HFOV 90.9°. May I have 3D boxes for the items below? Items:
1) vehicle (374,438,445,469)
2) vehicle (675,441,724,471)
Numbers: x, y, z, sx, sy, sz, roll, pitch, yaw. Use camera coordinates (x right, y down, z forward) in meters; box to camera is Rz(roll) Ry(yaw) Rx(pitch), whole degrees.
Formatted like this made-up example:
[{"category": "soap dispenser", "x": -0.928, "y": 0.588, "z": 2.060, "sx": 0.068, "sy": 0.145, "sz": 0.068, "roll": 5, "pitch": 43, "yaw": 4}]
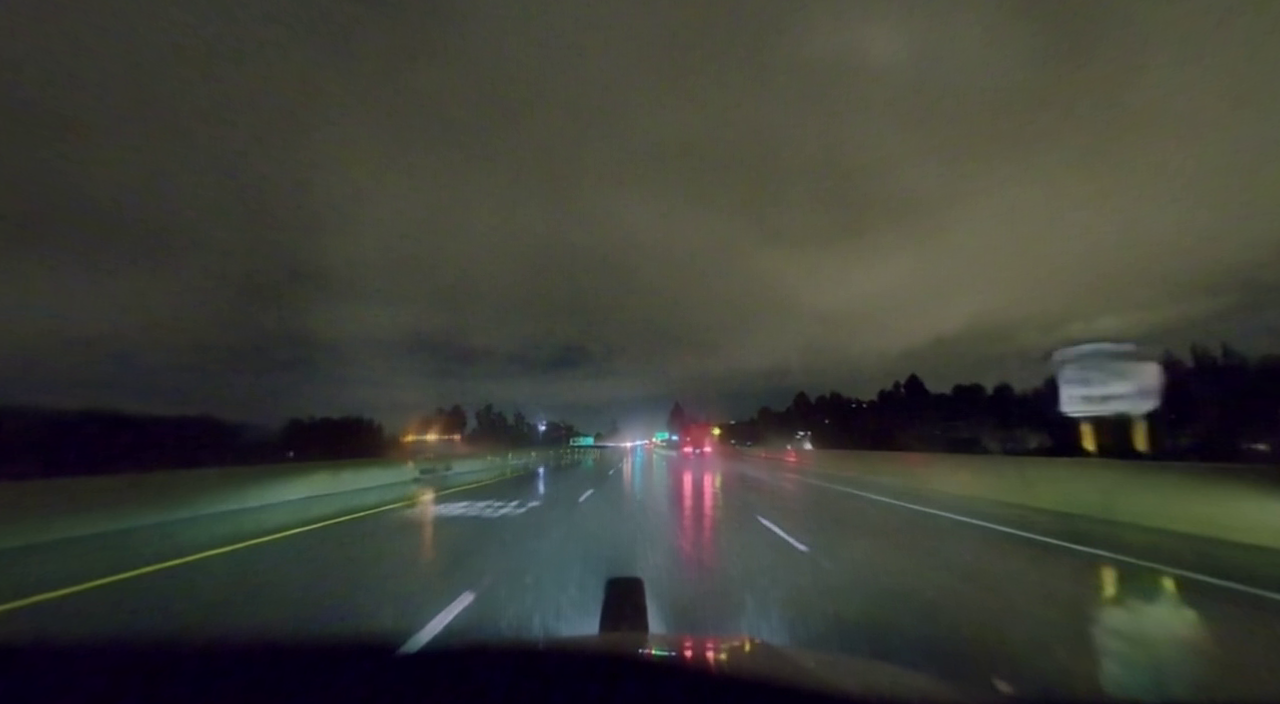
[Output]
[{"category": "vehicle", "x": -13.889, "y": 6.146, "z": 38.400, "sx": 2.169, "sy": 1.748, "sz": 5.228, "roll": -1, "pitch": -8, "yaw": 2}, {"category": "vehicle", "x": 3.139, "y": 5.601, "z": 34.209, "sx": 2.193, "sy": 1.462, "sz": 4.533, "roll": 0, "pitch": -8, "yaw": -1}]
